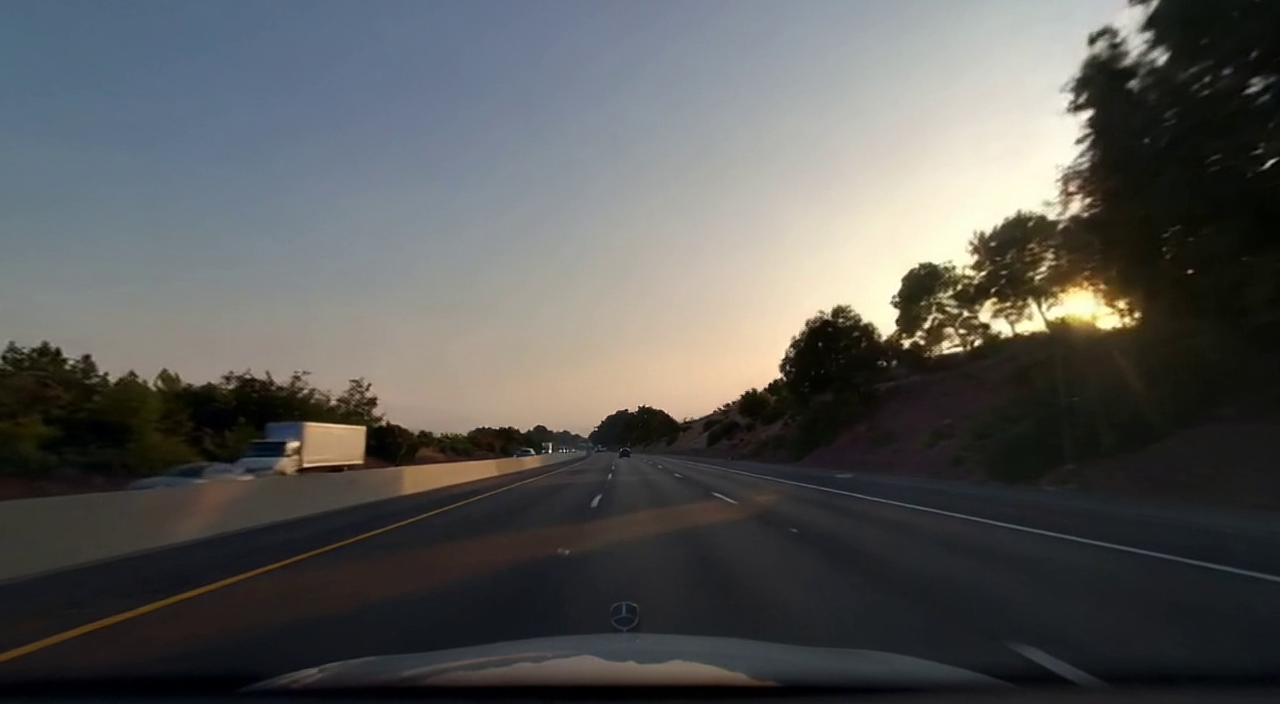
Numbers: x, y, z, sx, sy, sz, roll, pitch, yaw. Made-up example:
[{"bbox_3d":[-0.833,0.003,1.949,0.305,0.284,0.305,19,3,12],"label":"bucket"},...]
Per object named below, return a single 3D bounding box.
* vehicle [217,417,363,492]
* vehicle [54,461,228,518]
[{"bbox_3d":[-19.765,5.903,36.478,3.225,3.742,9.159,0,-9,-1],"label":"vehicle"},{"bbox_3d":[-15.654,4.292,20.123,1.932,1.495,4.511,0,-9,-2],"label":"vehicle"}]
